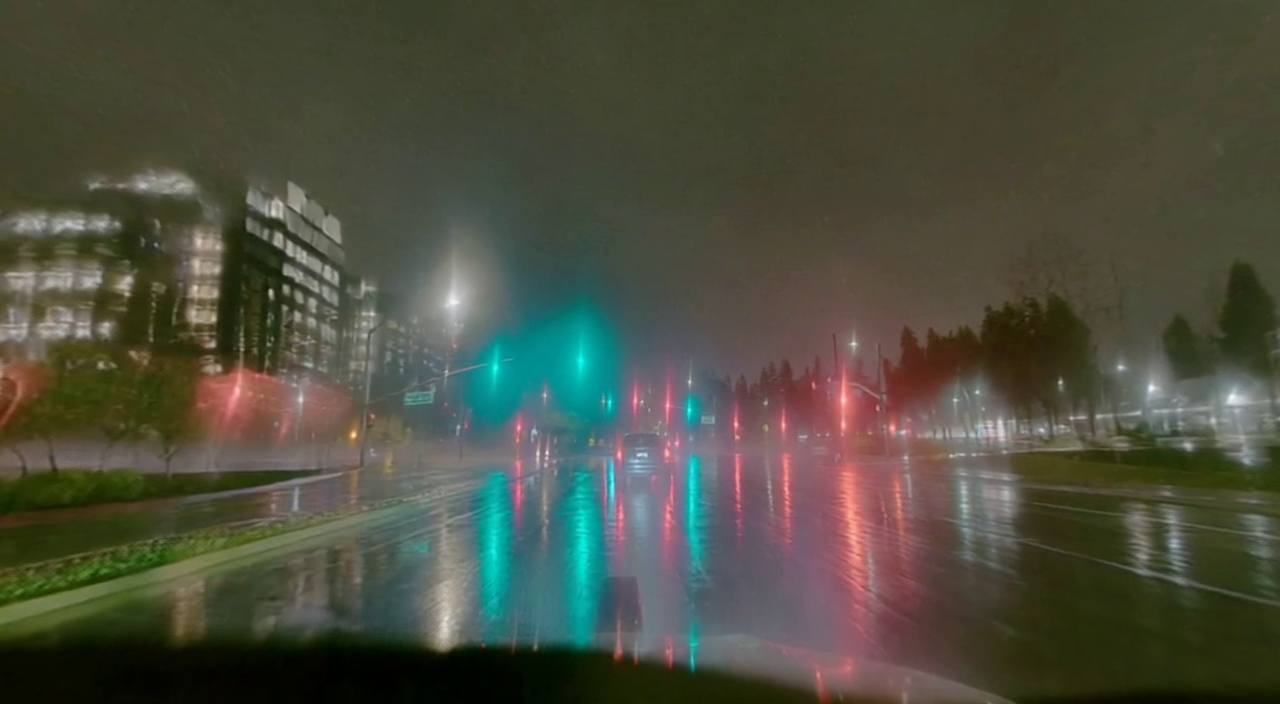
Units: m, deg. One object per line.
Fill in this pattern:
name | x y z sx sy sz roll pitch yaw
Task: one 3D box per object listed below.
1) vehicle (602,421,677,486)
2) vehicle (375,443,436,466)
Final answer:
vehicle | -0.037 3.439 21.548 2.267 1.926 4.708 0 -9 -1
vehicle | -17.853 7.766 48.083 4.582 1.627 2.209 -7 -11 37
